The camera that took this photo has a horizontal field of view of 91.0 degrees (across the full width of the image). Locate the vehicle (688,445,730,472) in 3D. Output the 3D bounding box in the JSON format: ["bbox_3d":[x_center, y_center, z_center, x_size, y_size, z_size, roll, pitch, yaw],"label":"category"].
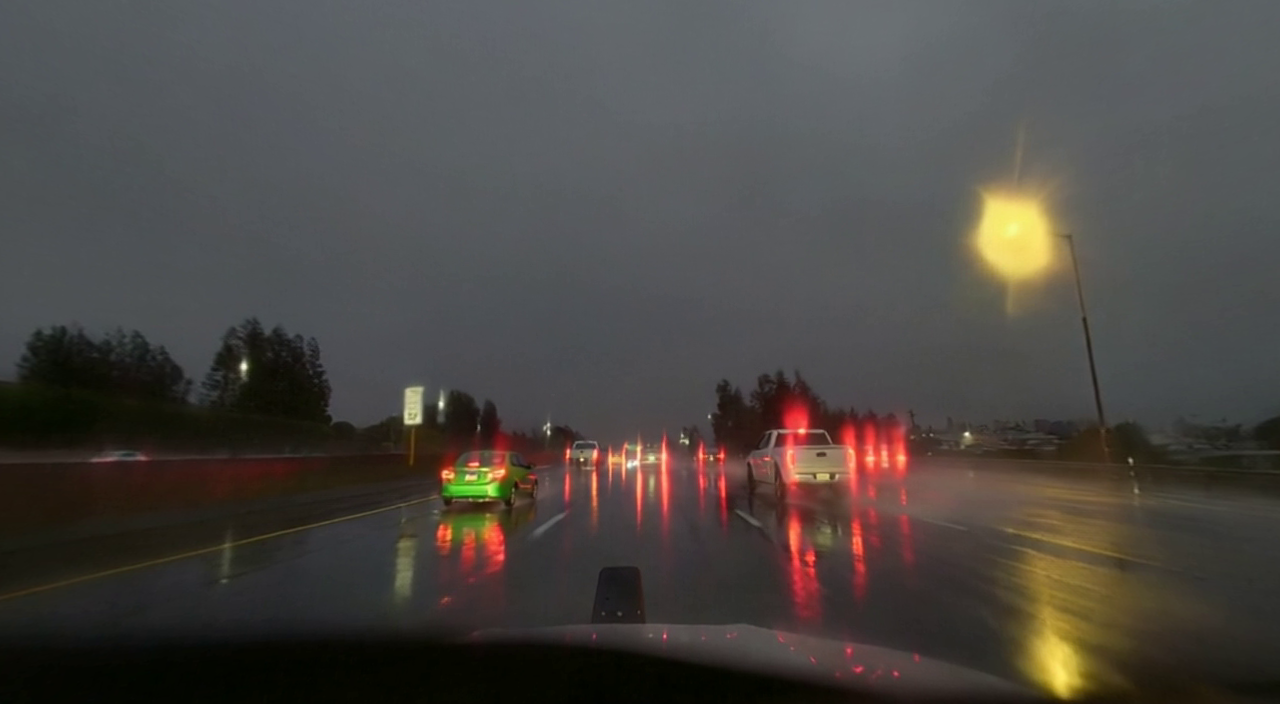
[{"bbox_3d":[4.413,6.875,40.936,2.145,1.636,4.437,0,-9,-1],"label":"vehicle"}]

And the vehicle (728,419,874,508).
[{"bbox_3d":[3.933,2.876,16.682,2.340,1.925,5.529,0,-9,-1],"label":"vehicle"}]

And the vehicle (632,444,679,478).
[{"bbox_3d":[0.727,5.347,31.171,2.147,1.572,4.094,0,-9,0],"label":"vehicle"}]

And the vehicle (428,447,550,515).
[{"bbox_3d":[-3.586,3.120,15.809,1.947,1.424,4.264,0,-9,1],"label":"vehicle"}]

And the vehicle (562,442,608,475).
[{"bbox_3d":[-3.144,6.189,36.844,2.176,1.783,4.799,0,-9,1],"label":"vehicle"}]

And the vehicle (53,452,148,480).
[{"bbox_3d":[-34.139,7.224,40.069,1.899,1.593,4.669,0,-9,0],"label":"vehicle"}]
